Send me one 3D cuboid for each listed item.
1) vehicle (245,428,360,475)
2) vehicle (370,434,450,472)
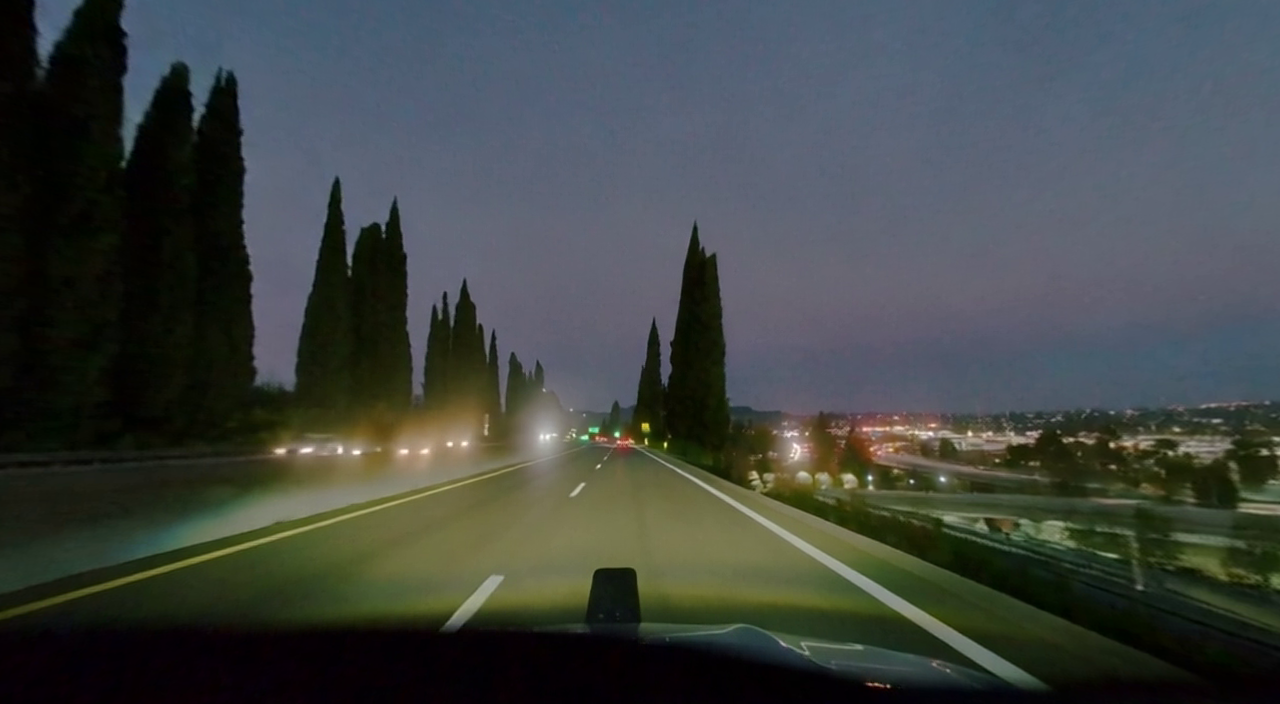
[{"bbox_3d":[-12.504,3.690,23.746,1.971,1.581,4.317,0,-8,0],"label":"vehicle"},{"bbox_3d":[-9.500,4.177,26.401,1.911,1.465,3.948,0,-8,-1],"label":"vehicle"}]
